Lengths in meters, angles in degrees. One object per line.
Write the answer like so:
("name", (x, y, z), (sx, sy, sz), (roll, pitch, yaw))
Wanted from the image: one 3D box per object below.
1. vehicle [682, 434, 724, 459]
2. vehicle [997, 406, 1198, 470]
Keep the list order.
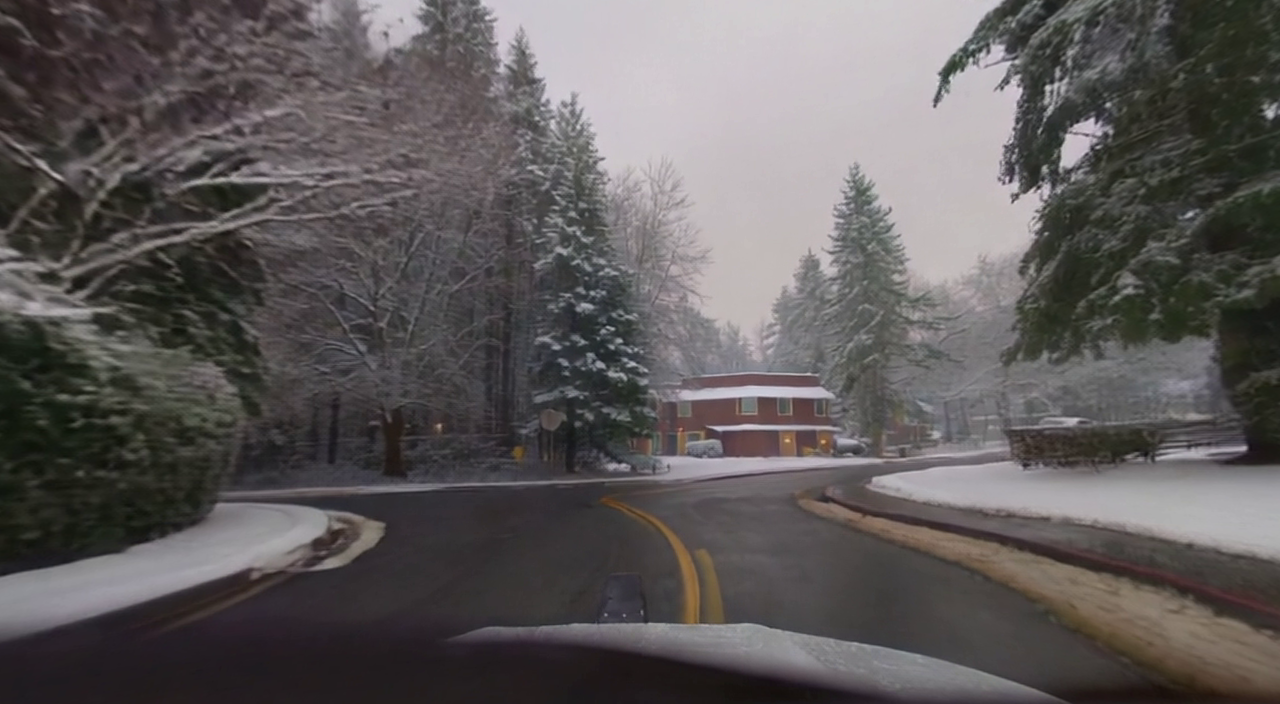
("vehicle", (4.265, 6.450, 43.108), (1.802, 1.548, 3.501), (3, -8, -13))
("vehicle", (14.258, 2.747, 20.093), (2.023, 1.756, 4.799), (2, -8, -17))
